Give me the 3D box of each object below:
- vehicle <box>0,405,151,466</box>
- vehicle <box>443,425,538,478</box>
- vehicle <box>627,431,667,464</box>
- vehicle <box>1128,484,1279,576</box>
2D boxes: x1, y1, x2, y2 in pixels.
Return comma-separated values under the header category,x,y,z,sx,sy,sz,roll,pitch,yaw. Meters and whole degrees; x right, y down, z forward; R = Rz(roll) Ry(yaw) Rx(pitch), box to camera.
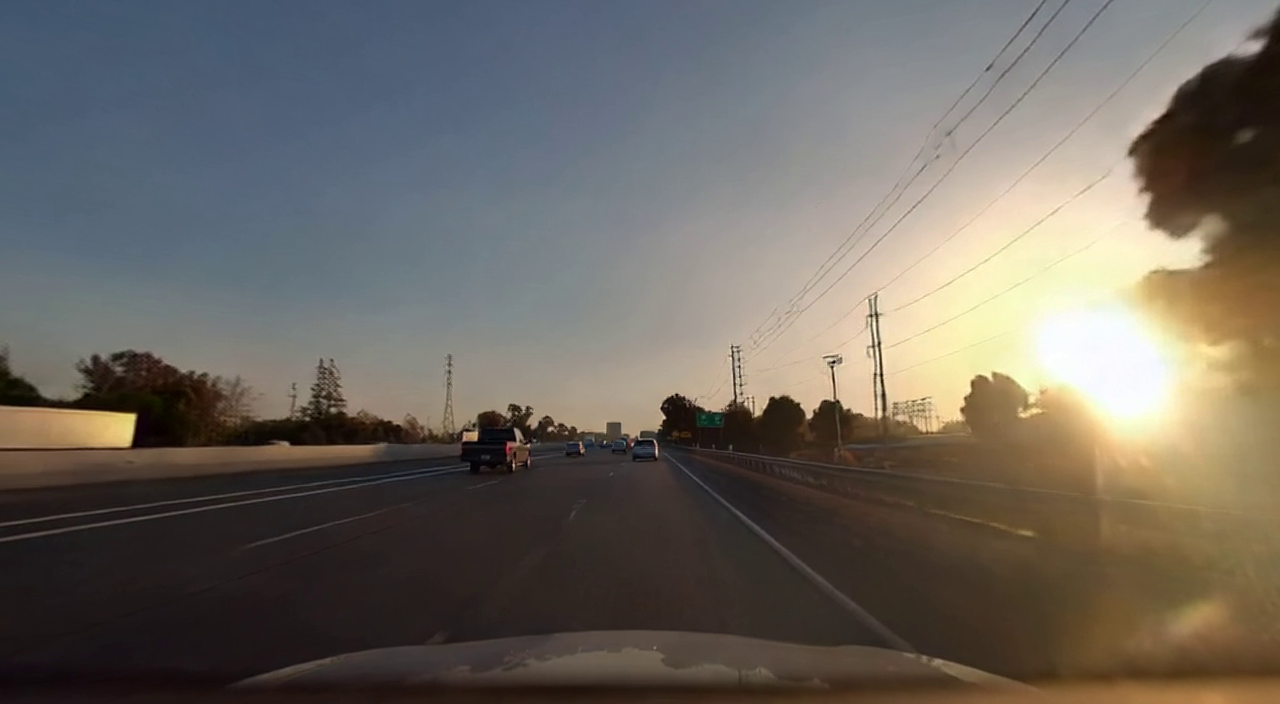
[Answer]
category,x,y,z,sx,sy,sz,roll,pitch,yaw
vehicle,-40.274,5.911,44.271,2.866,3.719,10.874,0,-8,2
vehicle,-6.245,4.259,27.345,2.460,1.992,6.474,0,-8,1
vehicle,0.442,6.195,41.076,2.448,2.025,5.193,0,-8,1
vehicle,26.620,7.950,29.034,2.975,3.291,6.400,0,-8,-1
